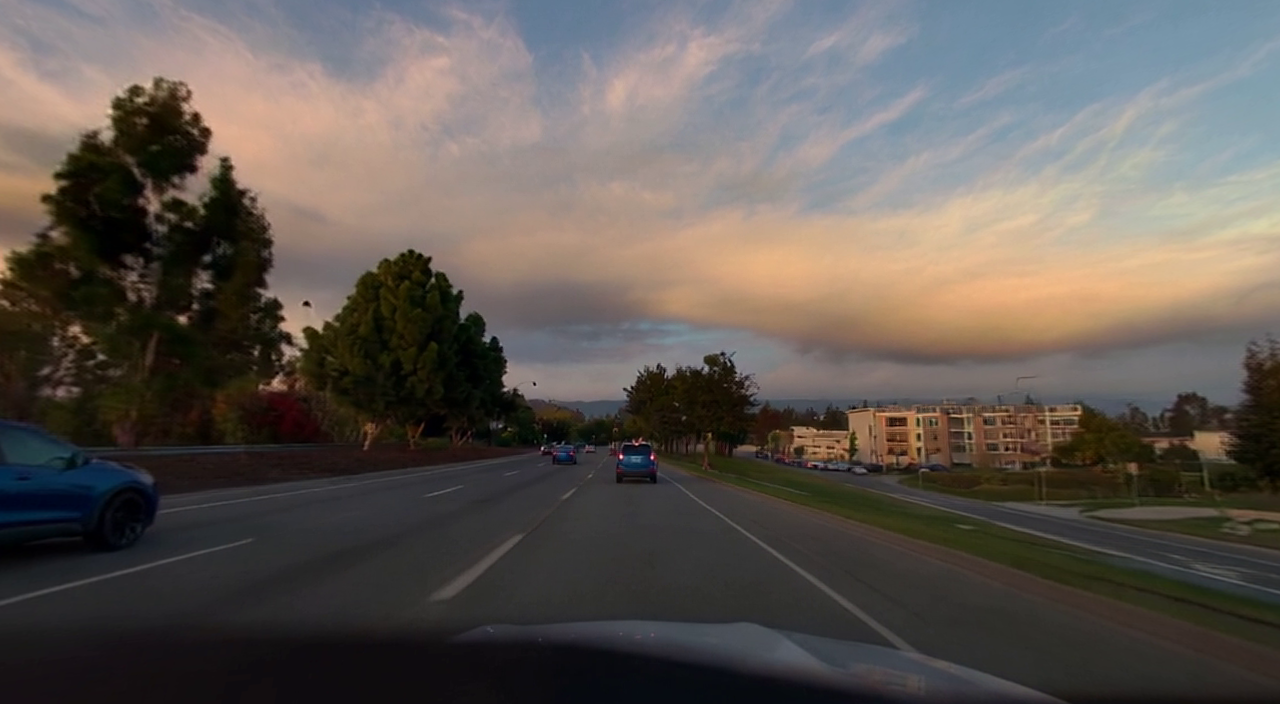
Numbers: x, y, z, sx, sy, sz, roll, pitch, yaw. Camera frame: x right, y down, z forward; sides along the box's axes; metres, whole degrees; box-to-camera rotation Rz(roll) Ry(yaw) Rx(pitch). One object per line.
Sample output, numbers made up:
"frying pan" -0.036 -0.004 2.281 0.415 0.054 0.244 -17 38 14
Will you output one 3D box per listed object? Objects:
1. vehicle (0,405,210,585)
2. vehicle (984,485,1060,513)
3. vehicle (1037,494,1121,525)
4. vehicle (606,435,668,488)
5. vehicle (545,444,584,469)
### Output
"vehicle" -6.931 1.360 6.098 1.997 1.650 5.090 0 -8 0
"vehicle" 27.211 10.460 45.213 1.874 1.577 4.877 2 -9 -8
"vehicle" 27.904 10.015 40.392 1.845 1.533 4.455 1 -8 -6
"vehicle" -0.112 4.115 24.107 2.125 1.830 4.370 0 -8 0
"vehicle" -4.971 6.917 42.069 2.123 1.592 4.505 0 -8 -1
